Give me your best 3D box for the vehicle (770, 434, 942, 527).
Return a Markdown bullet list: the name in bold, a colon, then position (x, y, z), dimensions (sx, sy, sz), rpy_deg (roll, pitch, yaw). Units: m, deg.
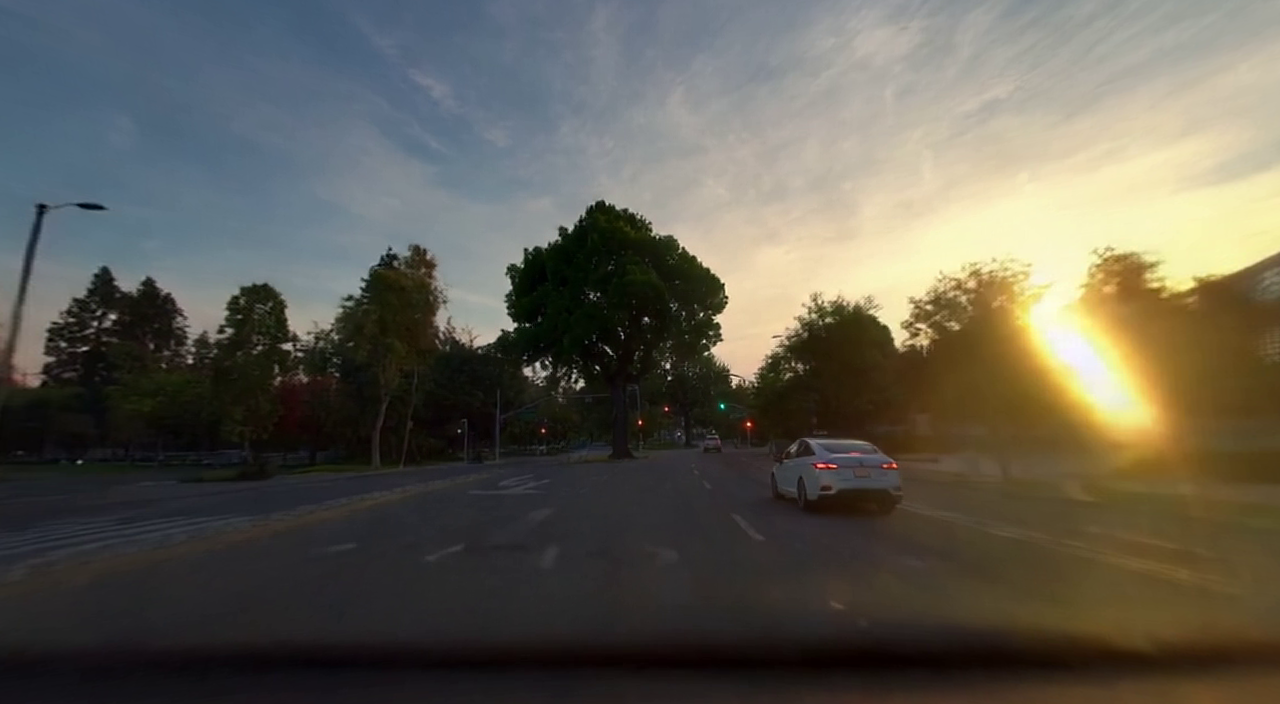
- **vehicle**: position (3.860, 2.350, 12.120), dimensions (1.852, 1.453, 4.083), rpy_deg (0, -9, 0)
